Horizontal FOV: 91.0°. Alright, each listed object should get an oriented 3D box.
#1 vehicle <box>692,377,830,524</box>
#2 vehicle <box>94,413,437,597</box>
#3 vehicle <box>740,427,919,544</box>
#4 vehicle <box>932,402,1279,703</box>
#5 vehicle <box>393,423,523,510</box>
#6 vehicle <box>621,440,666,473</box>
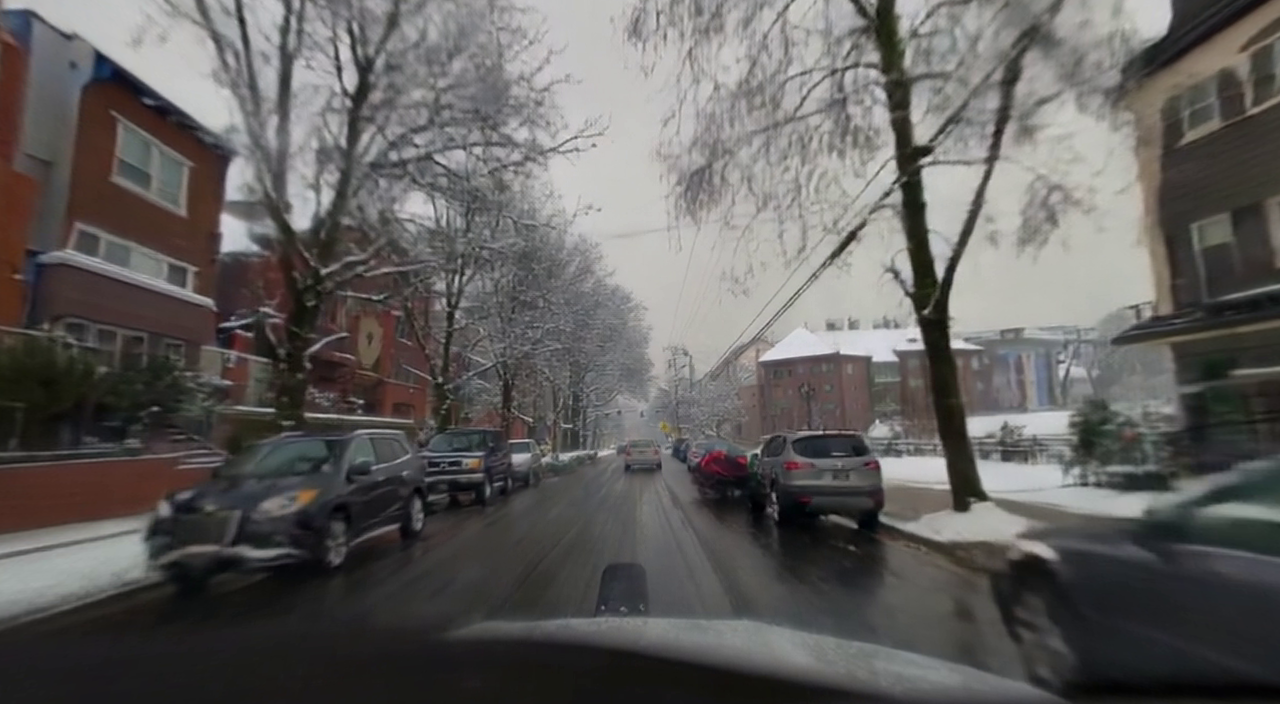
[{"bbox_3d":[2.868,2.341,16.784,2.489,3.082,6.627,1,-4,1],"label":"vehicle"},{"bbox_3d":[-4.297,1.684,8.172,1.951,1.662,4.046,1,-4,0],"label":"vehicle"},{"bbox_3d":[3.037,2.204,11.110,1.901,1.649,4.118,0,-8,0],"label":"vehicle"},{"bbox_3d":[3.007,0.927,2.058,2.050,1.493,4.316,0,-8,0],"label":"vehicle"},{"bbox_3d":[-4.616,2.895,16.758,2.022,1.721,4.355,1,-3,2],"label":"vehicle"},{"bbox_3d":[0.210,5.056,30.723,2.095,1.510,3.605,0,-8,2],"label":"vehicle"}]
